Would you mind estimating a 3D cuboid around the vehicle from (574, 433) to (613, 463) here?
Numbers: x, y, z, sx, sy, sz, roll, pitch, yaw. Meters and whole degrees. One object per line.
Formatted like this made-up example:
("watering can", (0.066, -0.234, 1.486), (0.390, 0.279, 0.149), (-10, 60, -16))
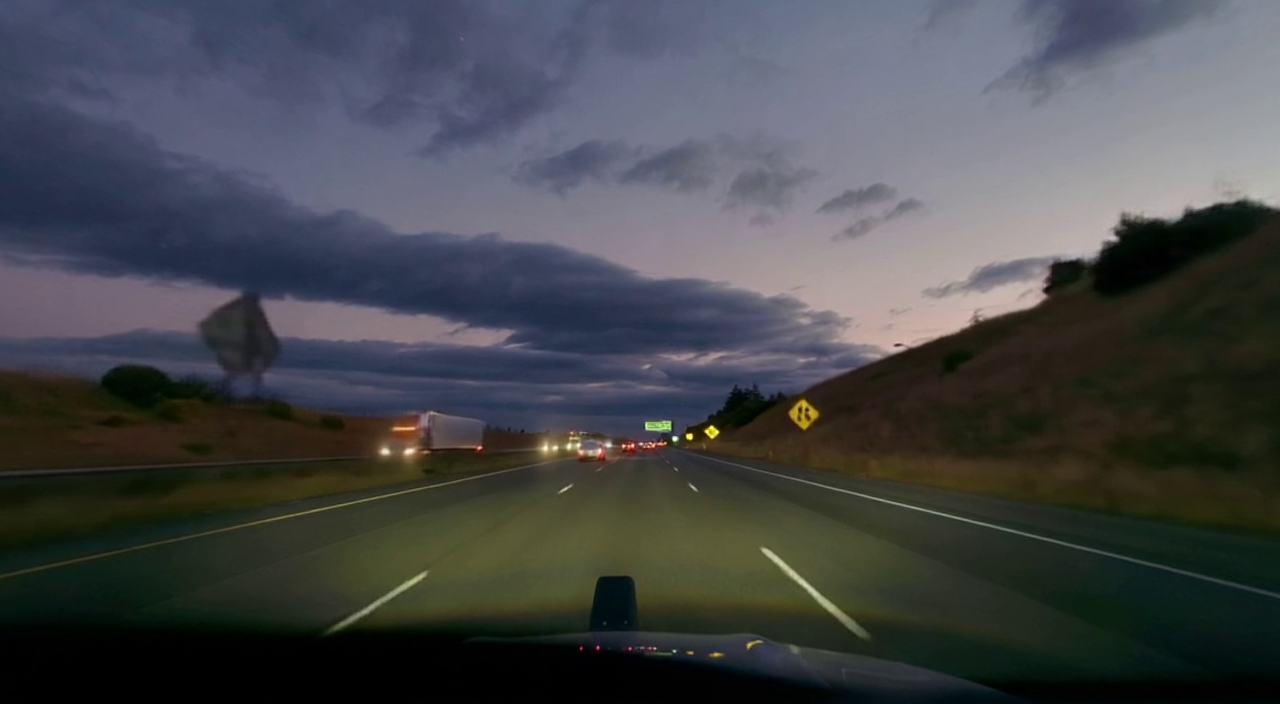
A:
("vehicle", (-3.207, 6.788, 44.500), (2.286, 2.011, 4.452), (0, -8, 1))
